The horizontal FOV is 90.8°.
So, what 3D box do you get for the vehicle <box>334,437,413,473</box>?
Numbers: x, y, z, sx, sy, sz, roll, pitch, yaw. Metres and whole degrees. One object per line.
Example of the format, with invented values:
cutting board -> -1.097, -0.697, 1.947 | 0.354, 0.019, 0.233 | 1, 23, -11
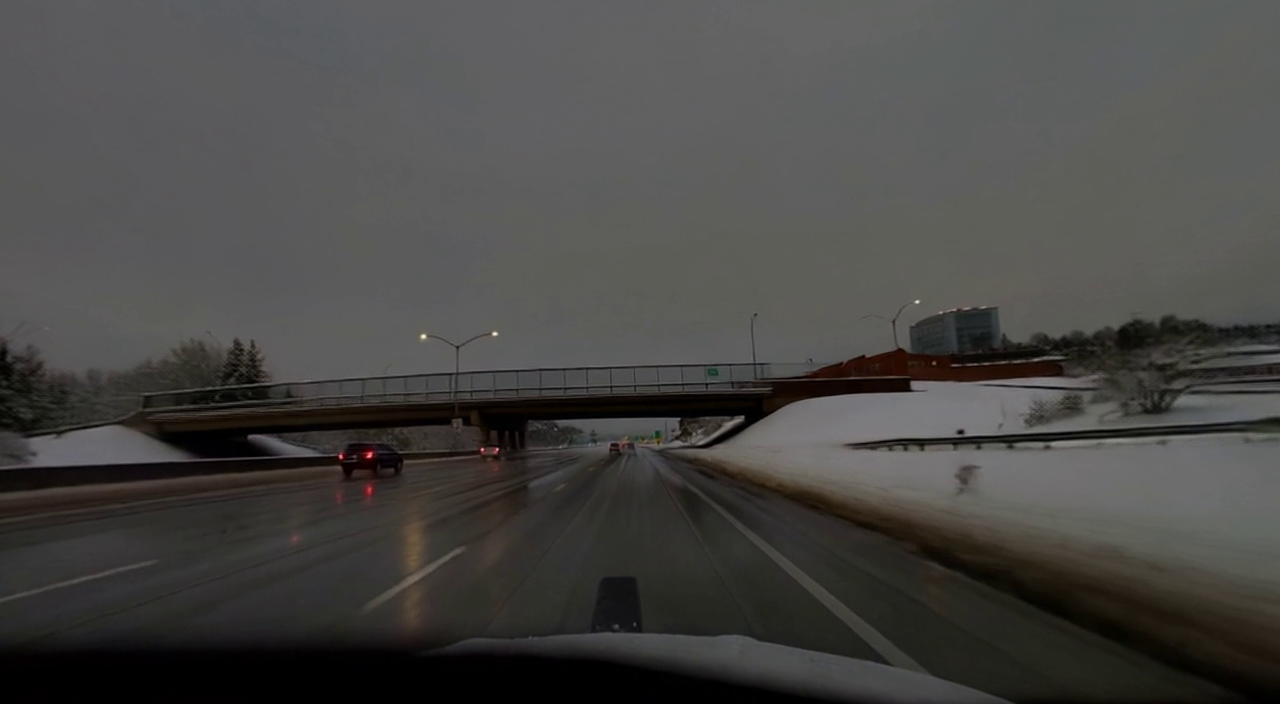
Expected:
vehicle -> -14.422, 5.600, 34.591 | 2.049, 1.792, 5.177 | 0, -8, 0
